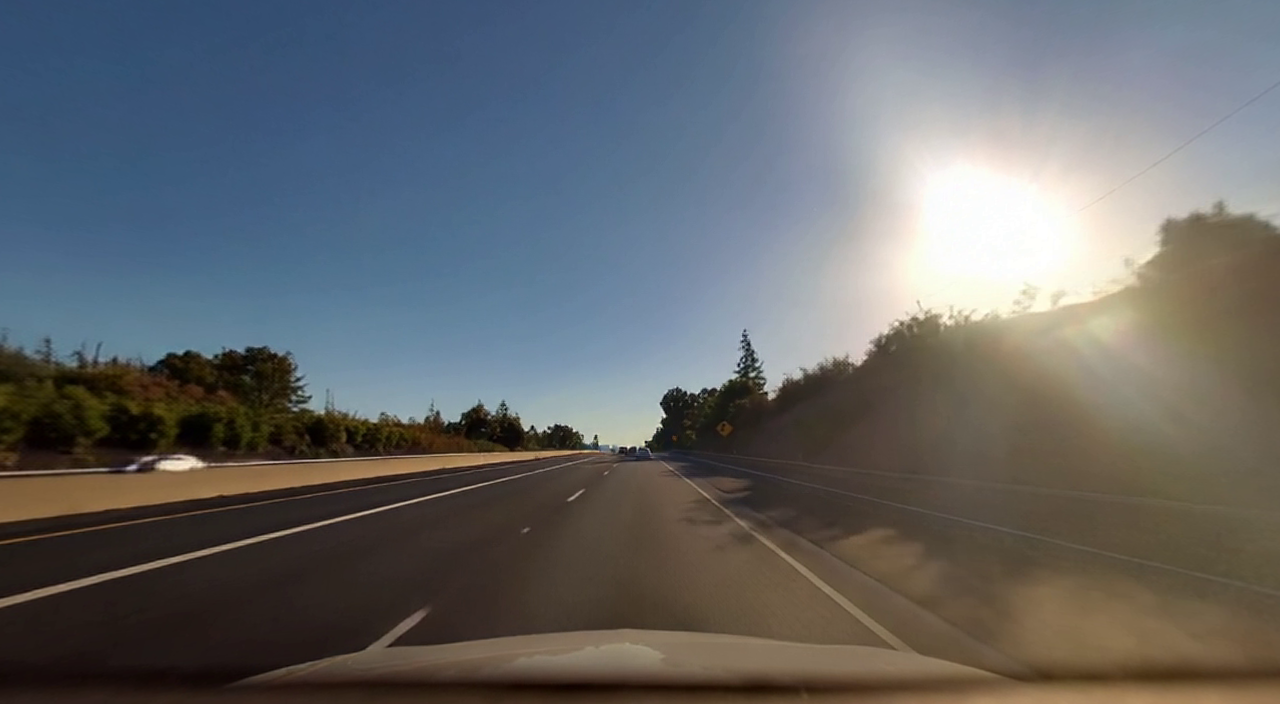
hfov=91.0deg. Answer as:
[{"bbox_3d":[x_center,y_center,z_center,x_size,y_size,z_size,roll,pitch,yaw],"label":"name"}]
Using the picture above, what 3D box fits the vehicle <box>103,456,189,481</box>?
[{"bbox_3d":[-32.233,7.593,41.297,1.933,1.521,4.500,0,-9,1],"label":"vehicle"}]
